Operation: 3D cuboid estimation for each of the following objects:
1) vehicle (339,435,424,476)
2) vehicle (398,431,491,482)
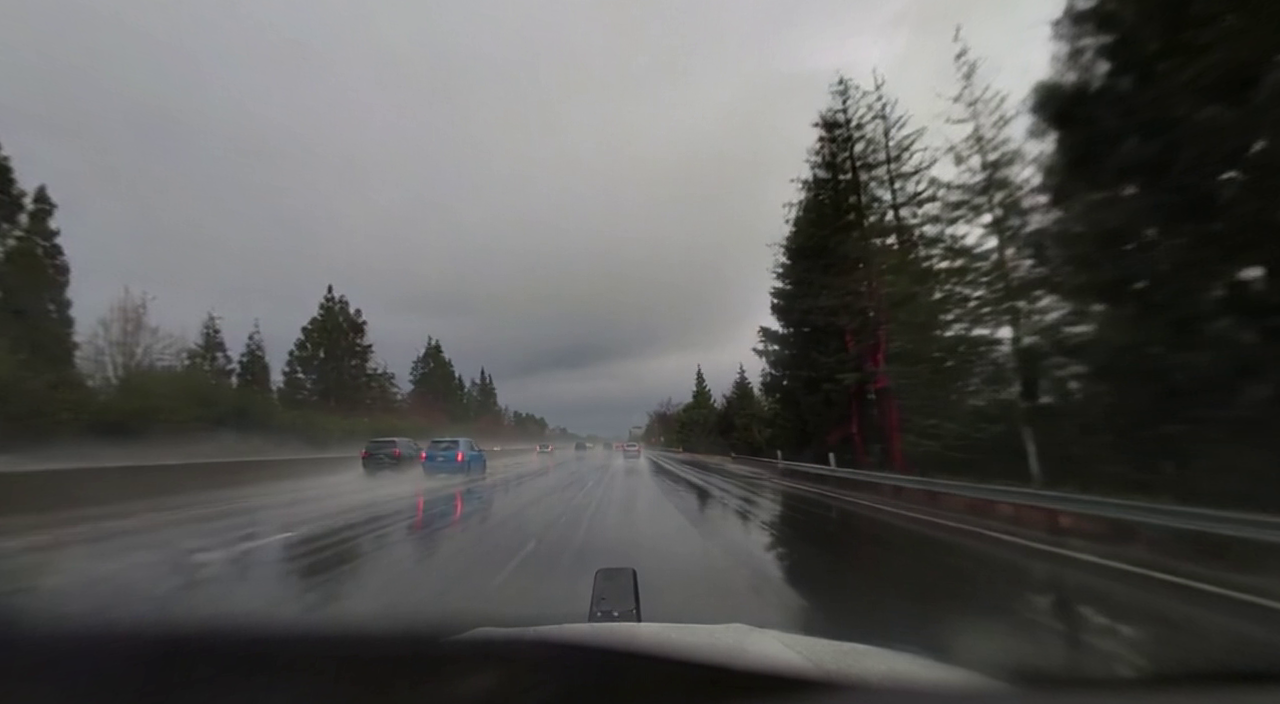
[{"bbox_3d":[-11.631,4.683,28.754,2.016,1.711,4.365,0,-9,-1],"label":"vehicle"},{"bbox_3d":[-7.340,3.989,24.290,2.146,1.766,4.502,0,-9,-1],"label":"vehicle"}]
